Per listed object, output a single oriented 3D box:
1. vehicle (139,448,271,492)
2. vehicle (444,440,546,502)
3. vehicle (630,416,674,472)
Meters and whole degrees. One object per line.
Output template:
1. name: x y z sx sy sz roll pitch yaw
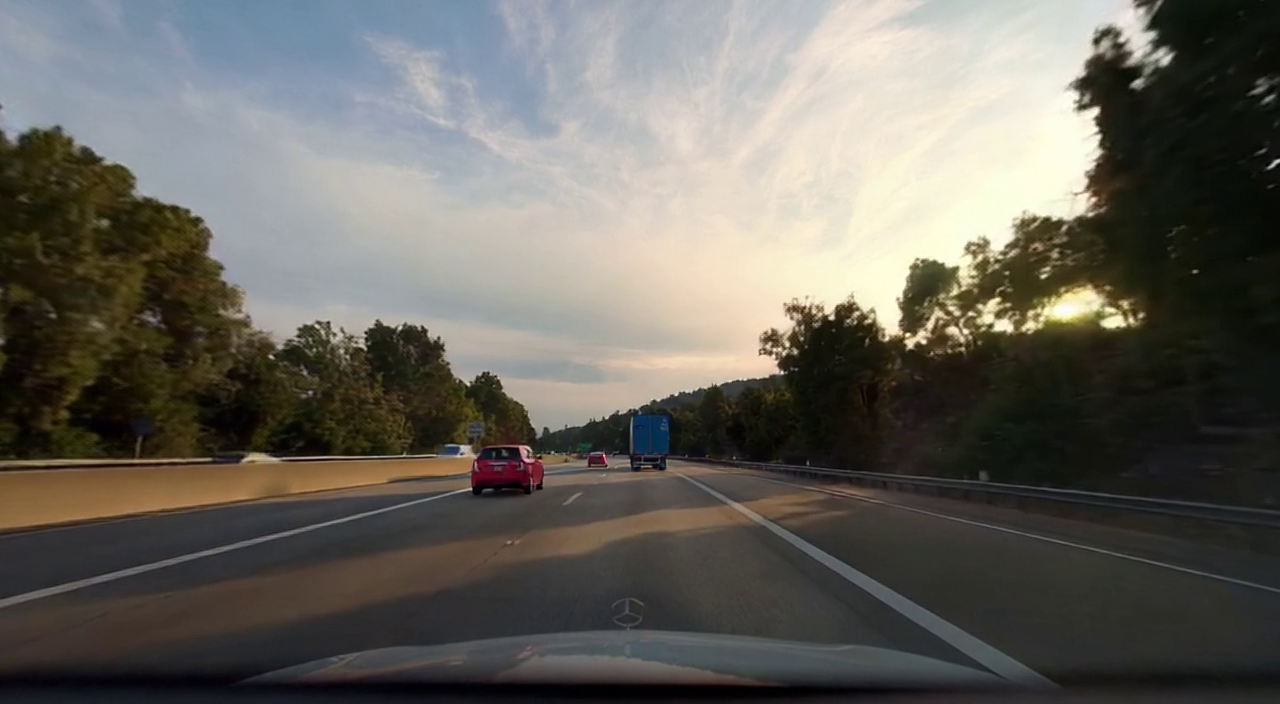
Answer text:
1. vehicle: -16.171 4.361 23.733 1.898 1.482 4.196 0 -9 1
2. vehicle: -4.080 3.397 18.404 1.977 1.602 3.944 0 -9 1
3. vehicle: 0.755 6.675 45.684 2.893 3.628 9.081 0 -9 0
